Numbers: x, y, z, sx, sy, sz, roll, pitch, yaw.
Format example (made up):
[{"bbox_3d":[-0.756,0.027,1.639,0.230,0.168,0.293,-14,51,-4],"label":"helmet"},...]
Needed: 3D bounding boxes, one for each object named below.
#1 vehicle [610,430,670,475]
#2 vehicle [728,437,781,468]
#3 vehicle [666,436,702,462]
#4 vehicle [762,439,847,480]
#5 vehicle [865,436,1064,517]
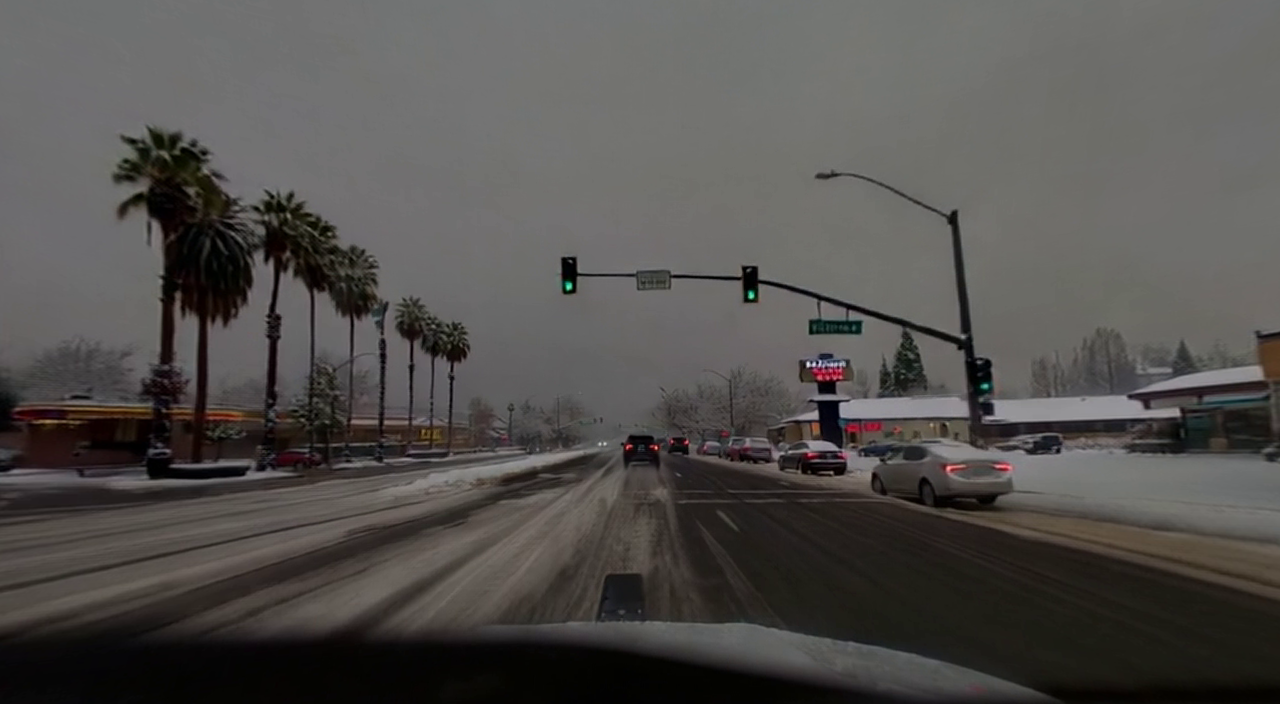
[{"bbox_3d":[-0.037,4.495,28.284,2.428,1.816,4.959,0,-9,-1],"label":"vehicle"},{"bbox_3d":[6.642,5.906,37.191,2.100,1.675,4.536,0,-9,-2],"label":"vehicle"},{"bbox_3d":[3.146,7.122,46.190,2.187,1.777,4.444,0,-9,-2],"label":"vehicle"},{"bbox_3d":[6.622,4.394,26.038,2.038,1.476,5.032,0,-9,-1],"label":"vehicle"},{"bbox_3d":[6.758,2.628,13.849,1.902,1.461,4.428,0,-9,-2],"label":"vehicle"}]
